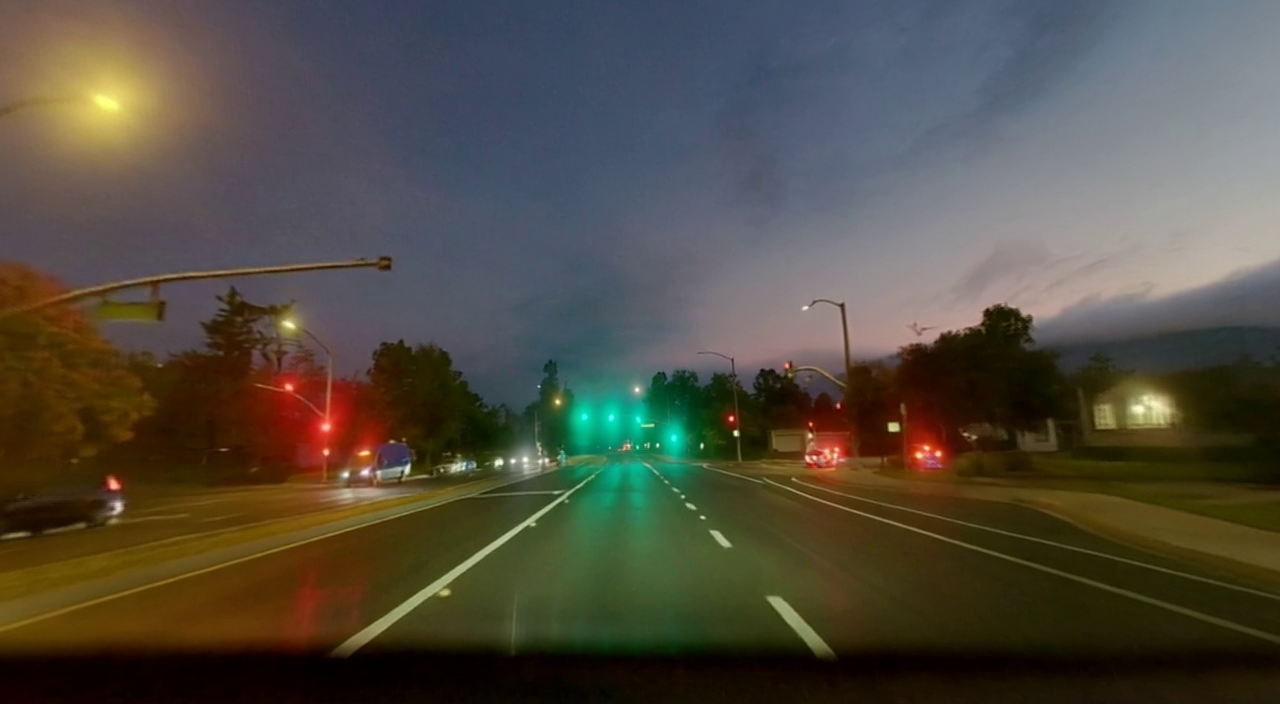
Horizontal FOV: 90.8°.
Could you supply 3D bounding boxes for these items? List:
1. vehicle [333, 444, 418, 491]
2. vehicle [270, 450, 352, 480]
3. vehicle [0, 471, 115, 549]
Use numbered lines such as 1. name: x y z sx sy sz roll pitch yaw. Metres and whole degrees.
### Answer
1. vehicle: -13.830 6.030 33.435 2.346 2.217 5.290 0 -9 -2
2. vehicle: -21.298 7.310 41.040 4.323 1.678 1.890 -2 -7 -2
3. vehicle: -14.038 3.385 13.575 1.888 1.470 4.282 0 -9 -1
